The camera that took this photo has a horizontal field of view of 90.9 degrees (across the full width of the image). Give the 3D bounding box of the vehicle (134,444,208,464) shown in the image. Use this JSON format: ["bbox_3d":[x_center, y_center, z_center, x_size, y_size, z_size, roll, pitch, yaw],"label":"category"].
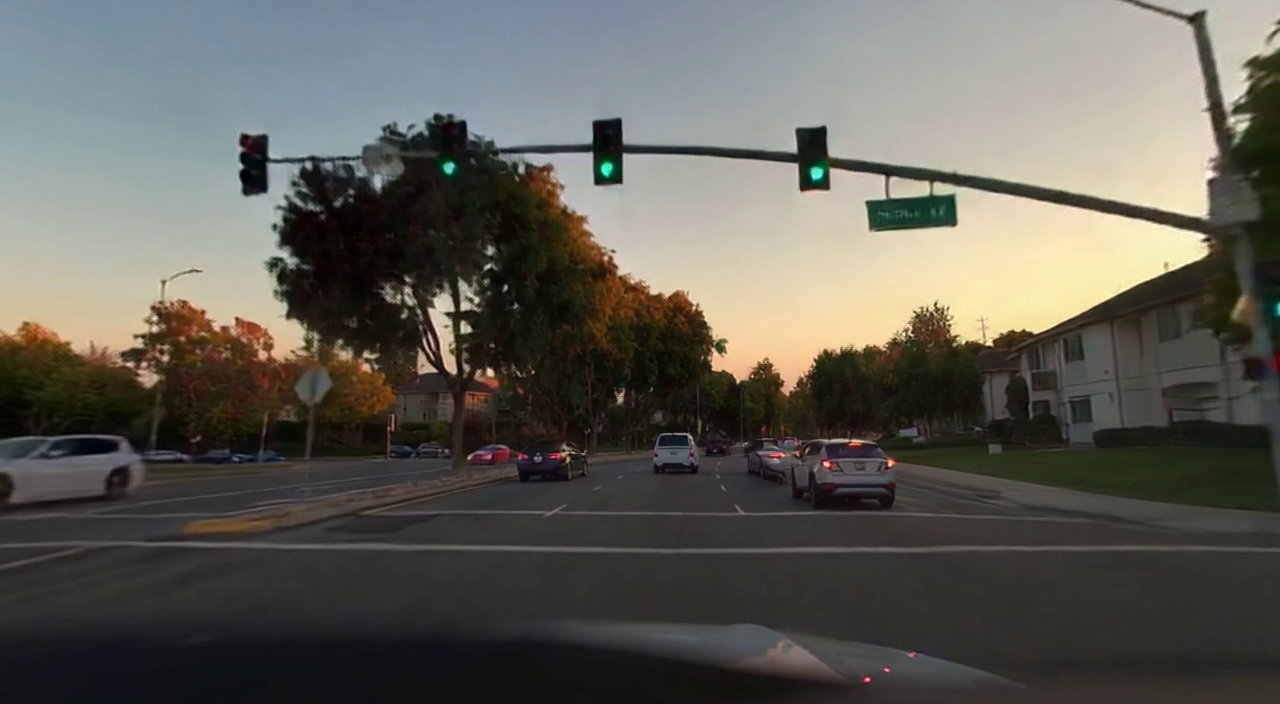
[{"bbox_3d":[-36.490,7.920,49.110,4.194,1.493,1.992,-1,-9,4],"label":"vehicle"}]

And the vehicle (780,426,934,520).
[{"bbox_3d":[4.007,2.286,12.301,1.859,1.540,3.454,-1,-9,2],"label":"vehicle"}]

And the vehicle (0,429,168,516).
[{"bbox_3d":[-12.336,2.359,12.616,2.009,1.527,4.534,-1,-9,5],"label":"vehicle"}]

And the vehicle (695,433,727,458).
[{"bbox_3d":[5.032,6.610,44.467,1.798,1.660,3.946,-2,-9,12],"label":"vehicle"}]

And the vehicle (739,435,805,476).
[{"bbox_3d":[5.227,4.162,25.546,2.117,1.472,4.158,-1,-9,5],"label":"vehicle"}]

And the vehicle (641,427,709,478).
[{"bbox_3d":[1.456,3.825,24.142,2.250,1.768,4.574,-1,-9,7],"label":"vehicle"}]

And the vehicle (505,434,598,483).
[{"bbox_3d":[-2.804,3.531,21.163,2.006,1.464,4.586,-1,-9,6],"label":"vehicle"}]
